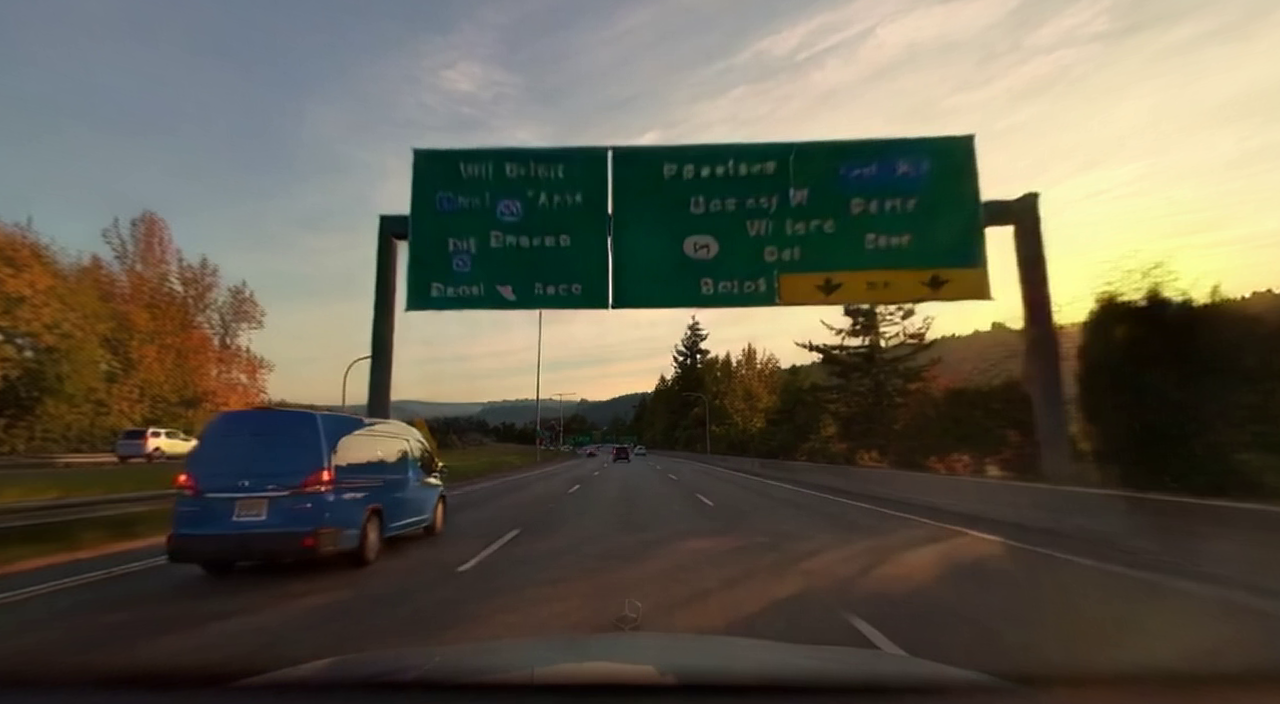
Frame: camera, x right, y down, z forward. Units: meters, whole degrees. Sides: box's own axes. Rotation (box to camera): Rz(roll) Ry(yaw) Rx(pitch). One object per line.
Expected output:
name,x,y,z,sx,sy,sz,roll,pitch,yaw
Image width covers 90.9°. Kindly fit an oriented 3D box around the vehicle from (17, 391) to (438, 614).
vehicle,-4.065,1.554,7.385,1.971,1.795,4.389,0,-9,-1
